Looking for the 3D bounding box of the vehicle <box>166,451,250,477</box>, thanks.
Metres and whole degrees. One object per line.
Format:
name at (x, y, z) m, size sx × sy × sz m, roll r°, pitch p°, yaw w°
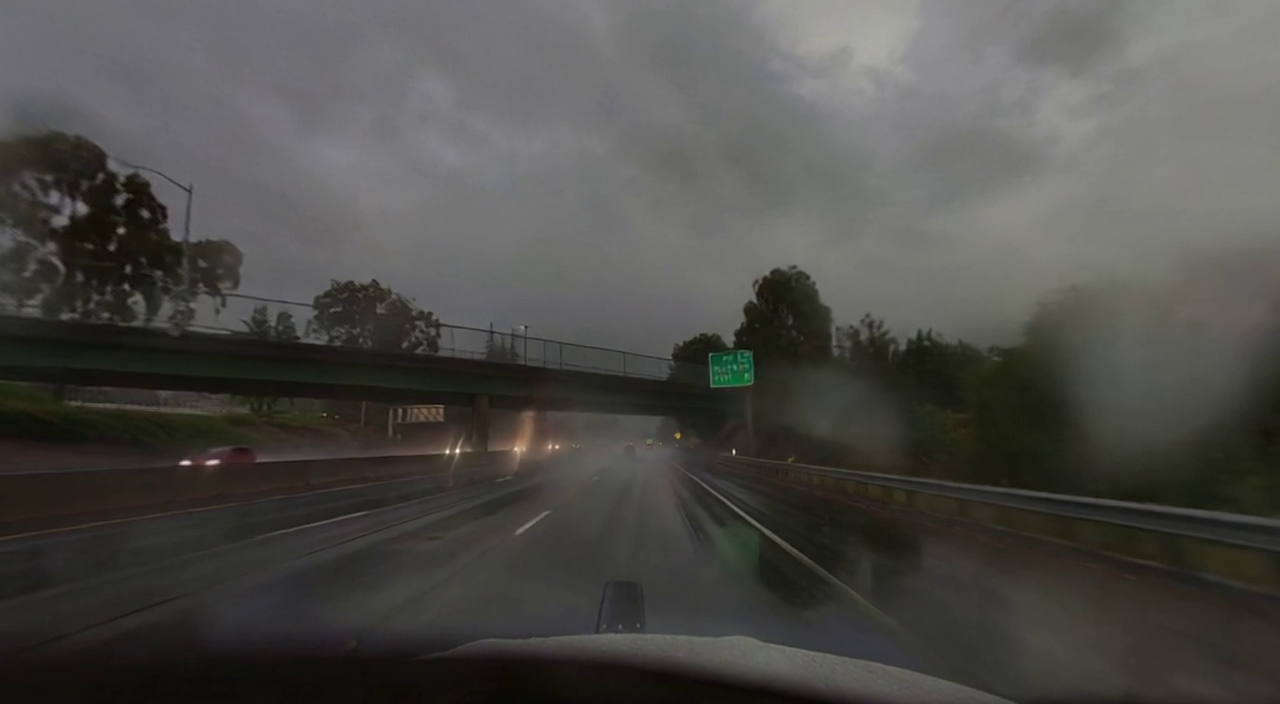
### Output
vehicle at (-27.534, 7.127, 40.341) m, size 1.919 × 1.546 × 4.770 m, roll 0°, pitch -9°, yaw 2°
